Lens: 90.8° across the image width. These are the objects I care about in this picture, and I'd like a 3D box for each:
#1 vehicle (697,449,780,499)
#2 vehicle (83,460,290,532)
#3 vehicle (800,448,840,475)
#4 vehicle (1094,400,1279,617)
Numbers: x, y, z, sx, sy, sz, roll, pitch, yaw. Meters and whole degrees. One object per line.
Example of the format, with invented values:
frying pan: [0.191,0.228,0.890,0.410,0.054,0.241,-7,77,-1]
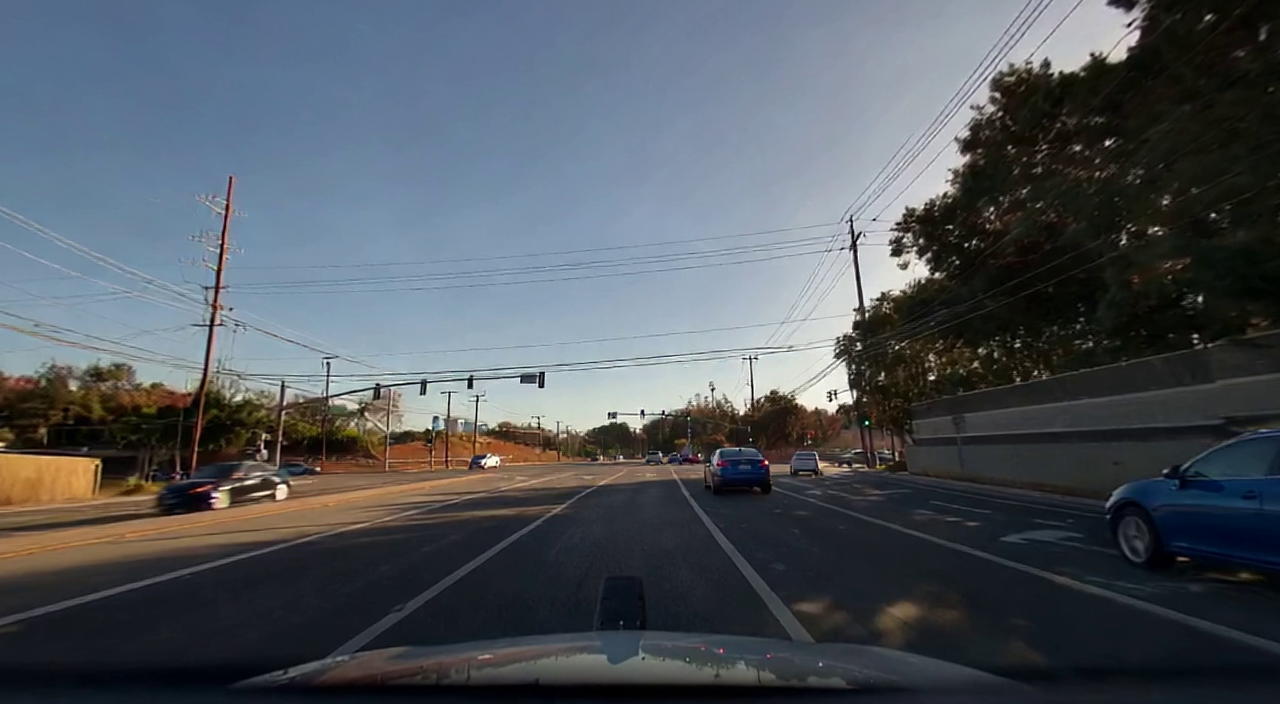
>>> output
vehicle: [3.161,4.010,21.178,2.035,1.460,4.392,0,-8,0]
vehicle: [-11.373,3.597,16.381,1.916,1.486,4.563,0,-8,1]
vehicle: [12.601,7.684,44.479,1.949,1.758,4.215,-1,-9,6]
vehicle: [6.352,1.286,5.144,2.029,1.795,4.371,0,-9,0]
